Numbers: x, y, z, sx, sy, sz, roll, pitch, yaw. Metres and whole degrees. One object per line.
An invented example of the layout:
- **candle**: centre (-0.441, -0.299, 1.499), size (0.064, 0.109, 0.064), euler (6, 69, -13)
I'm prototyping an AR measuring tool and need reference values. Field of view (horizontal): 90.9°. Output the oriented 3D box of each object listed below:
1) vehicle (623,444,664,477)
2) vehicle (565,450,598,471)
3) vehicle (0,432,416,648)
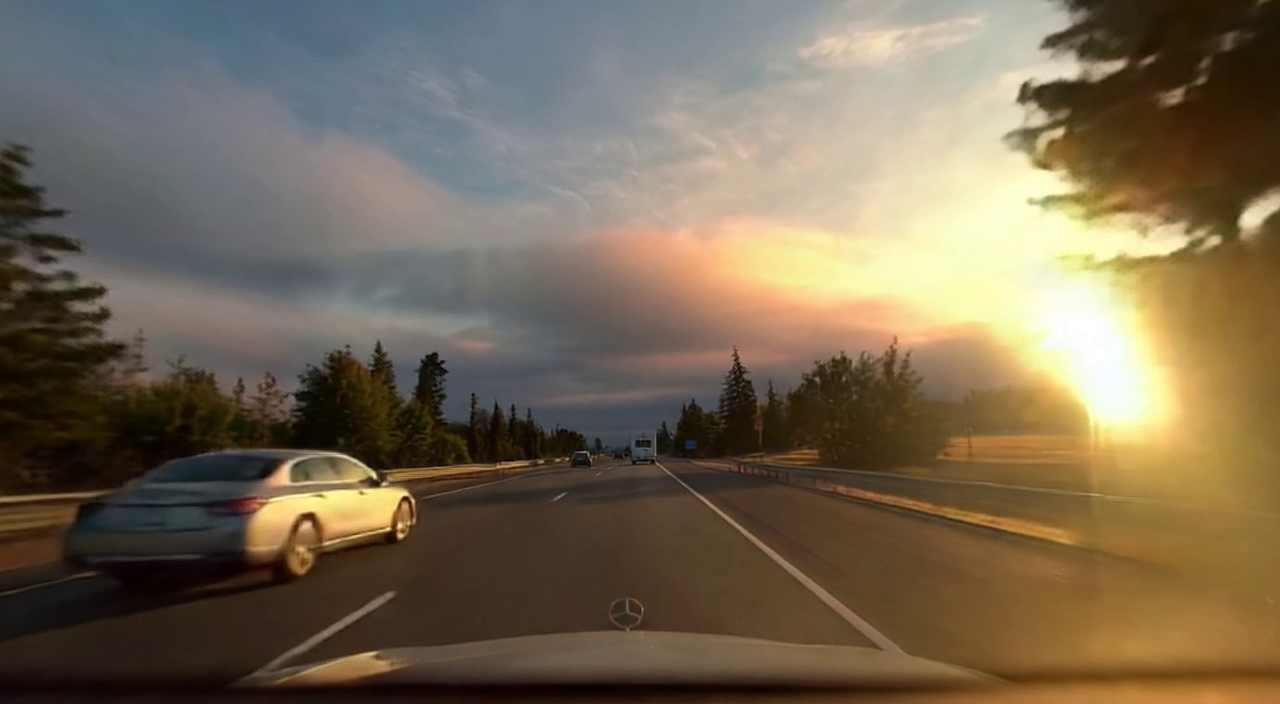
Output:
- **vehicle**: centre (0.169, 5.973, 34.742), size (2.172, 1.687, 3.929), euler (0, -9, 0)
- **vehicle**: centre (-4.309, 8.093, 47.072), size (2.031, 1.482, 4.248), euler (0, -9, 0)
- **vehicle**: centre (-4.168, 1.642, 6.597), size (1.998, 1.460, 4.422), euler (0, -9, 0)
